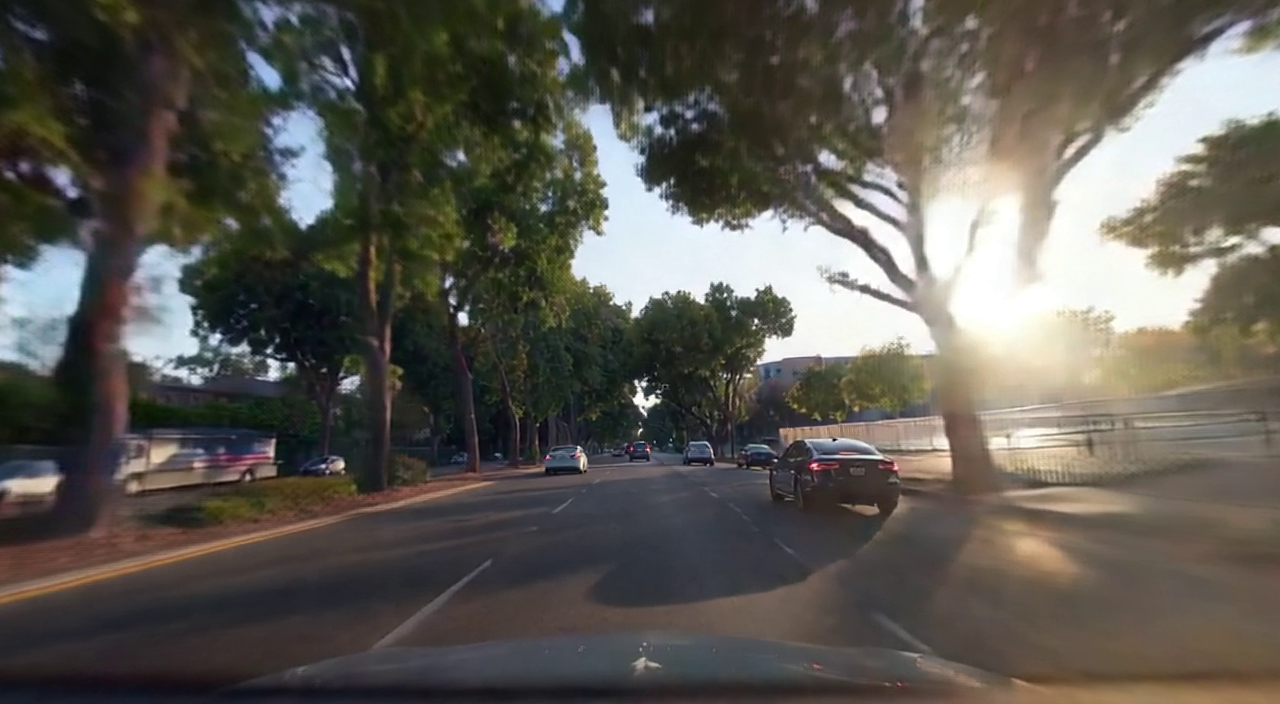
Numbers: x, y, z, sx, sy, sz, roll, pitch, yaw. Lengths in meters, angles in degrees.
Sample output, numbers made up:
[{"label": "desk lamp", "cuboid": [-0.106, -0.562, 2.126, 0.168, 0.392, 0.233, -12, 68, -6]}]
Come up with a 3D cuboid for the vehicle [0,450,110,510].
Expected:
[{"label": "vehicle", "cuboid": [-22.382, 4.554, 22.525, 2.159, 1.908, 5.564, -2, -8, -1]}]

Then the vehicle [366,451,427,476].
[{"label": "vehicle", "cuboid": [-15.679, 7.167, 40.891, 2.046, 1.482, 4.697, 0, -8, 0]}]

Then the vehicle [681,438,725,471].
[{"label": "vehicle", "cuboid": [3.449, 5.720, 35.298, 1.980, 1.709, 4.367, 0, -8, -1]}]

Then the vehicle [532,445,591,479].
[{"label": "vehicle", "cuboid": [-3.258, 4.645, 26.922, 2.013, 1.354, 3.908, 0, -8, 0]}]

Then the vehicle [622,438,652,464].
[{"label": "vehicle", "cuboid": [-0.277, 7.816, 49.836, 2.247, 1.882, 4.603, 0, -8, -1]}]

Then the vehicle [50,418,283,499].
[{"label": "vehicle", "cuboid": [-22.487, 5.164, 31.370, 2.816, 3.267, 11.356, 0, -8, 0]}]

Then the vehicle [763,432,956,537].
[{"label": "vehicle", "cuboid": [3.613, 2.239, 11.327, 1.919, 1.502, 4.232, 0, -8, 0]}]

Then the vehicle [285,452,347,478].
[{"label": "vehicle", "cuboid": [-22.718, 7.932, 44.433, 1.976, 1.697, 4.738, 0, -8, -2]}]

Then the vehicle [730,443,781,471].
[{"label": "vehicle", "cuboid": [6.818, 6.227, 37.661, 2.040, 1.509, 4.618, 0, -8, -2]}]
